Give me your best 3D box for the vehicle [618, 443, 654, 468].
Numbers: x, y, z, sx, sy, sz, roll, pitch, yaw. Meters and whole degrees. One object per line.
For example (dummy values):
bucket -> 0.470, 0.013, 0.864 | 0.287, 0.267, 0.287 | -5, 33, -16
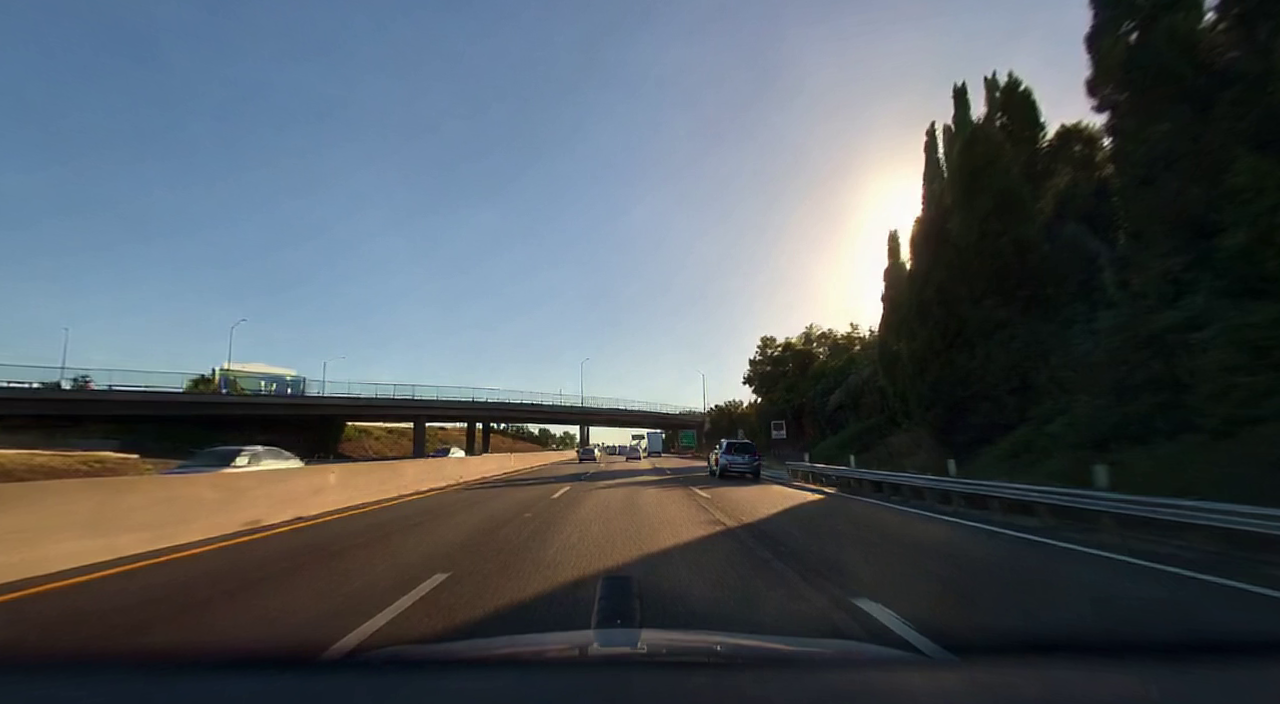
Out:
vehicle -> -0.247, 7.123, 43.262 | 1.969, 1.595, 3.964 | -1, -9, 7

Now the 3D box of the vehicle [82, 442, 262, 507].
vehicle -> -12.894, 3.366, 17.678 | 1.930, 1.584, 4.230 | 0, -9, -3

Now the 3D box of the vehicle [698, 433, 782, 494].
vehicle -> 2.963, 3.419, 19.518 | 2.143, 1.667, 4.221 | -1, -9, 3
